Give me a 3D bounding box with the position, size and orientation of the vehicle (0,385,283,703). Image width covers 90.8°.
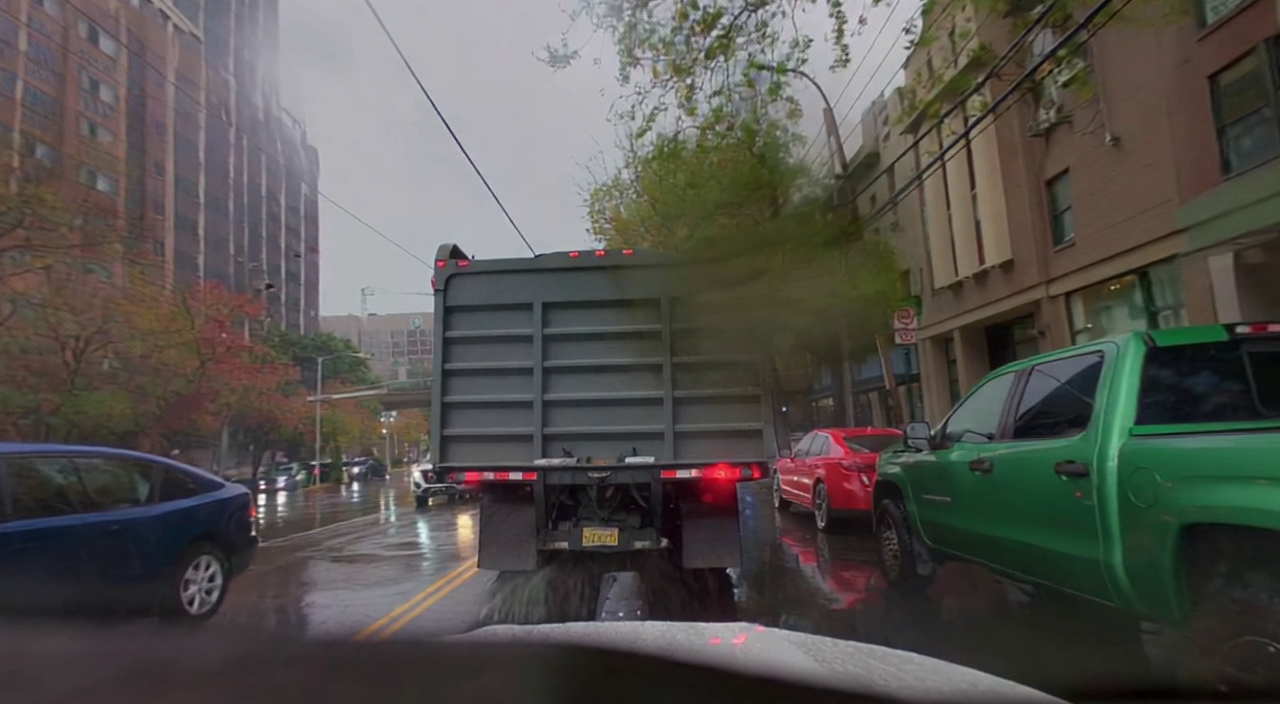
[{"bbox_3d":[-4.116,1.014,3.165,1.988,1.657,4.492,0,-8,0],"label":"vehicle"}]

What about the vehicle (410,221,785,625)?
[{"bbox_3d":[-0.232,1.104,9.147,2.878,3.204,8.244,0,-8,1],"label":"vehicle"}]

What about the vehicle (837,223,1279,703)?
[{"bbox_3d":[3.233,0.846,3.882,2.242,1.979,5.722,0,-8,1],"label":"vehicle"}]
